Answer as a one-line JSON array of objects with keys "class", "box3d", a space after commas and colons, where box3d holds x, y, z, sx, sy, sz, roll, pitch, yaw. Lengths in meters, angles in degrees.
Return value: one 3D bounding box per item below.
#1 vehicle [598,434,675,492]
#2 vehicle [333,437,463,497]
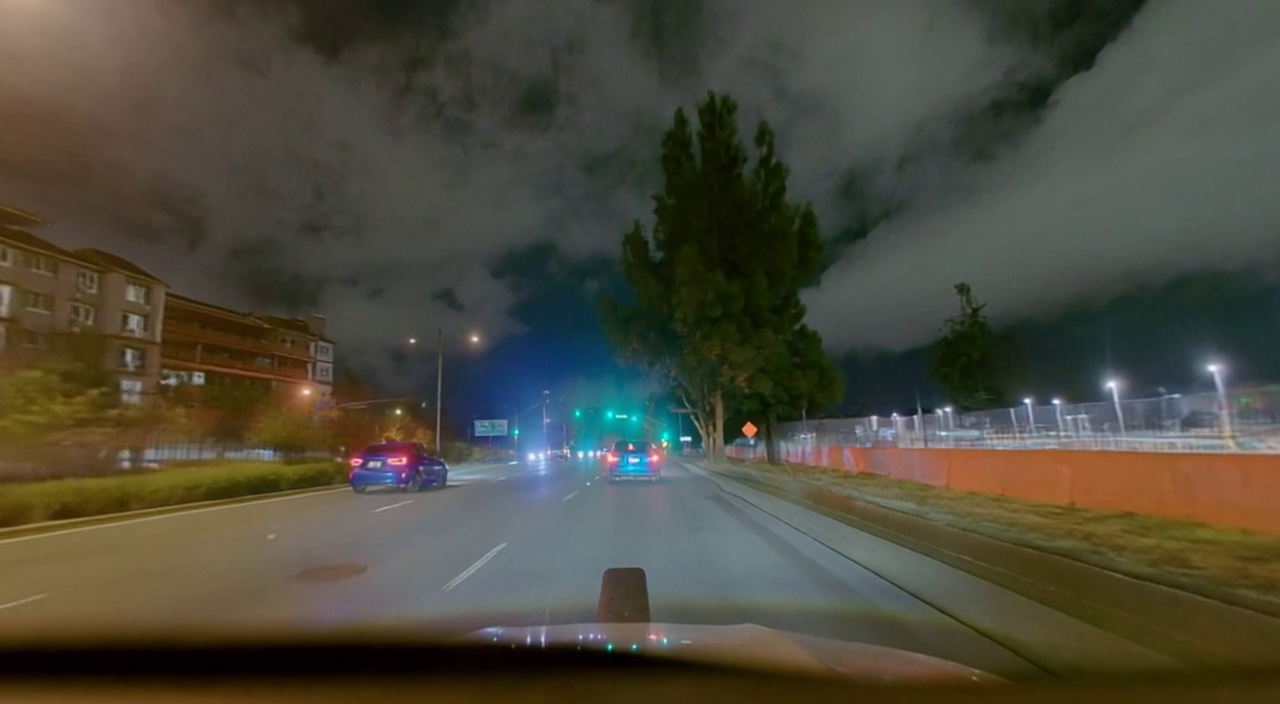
[{"class": "vehicle", "box3d": [-0.138, 3.528, 20.379, 2.227, 1.654, 4.091, 0, -9, -1]}, {"class": "vehicle", "box3d": [-6.735, 3.243, 18.137, 1.877, 1.479, 4.430, 0, -9, 1]}]
